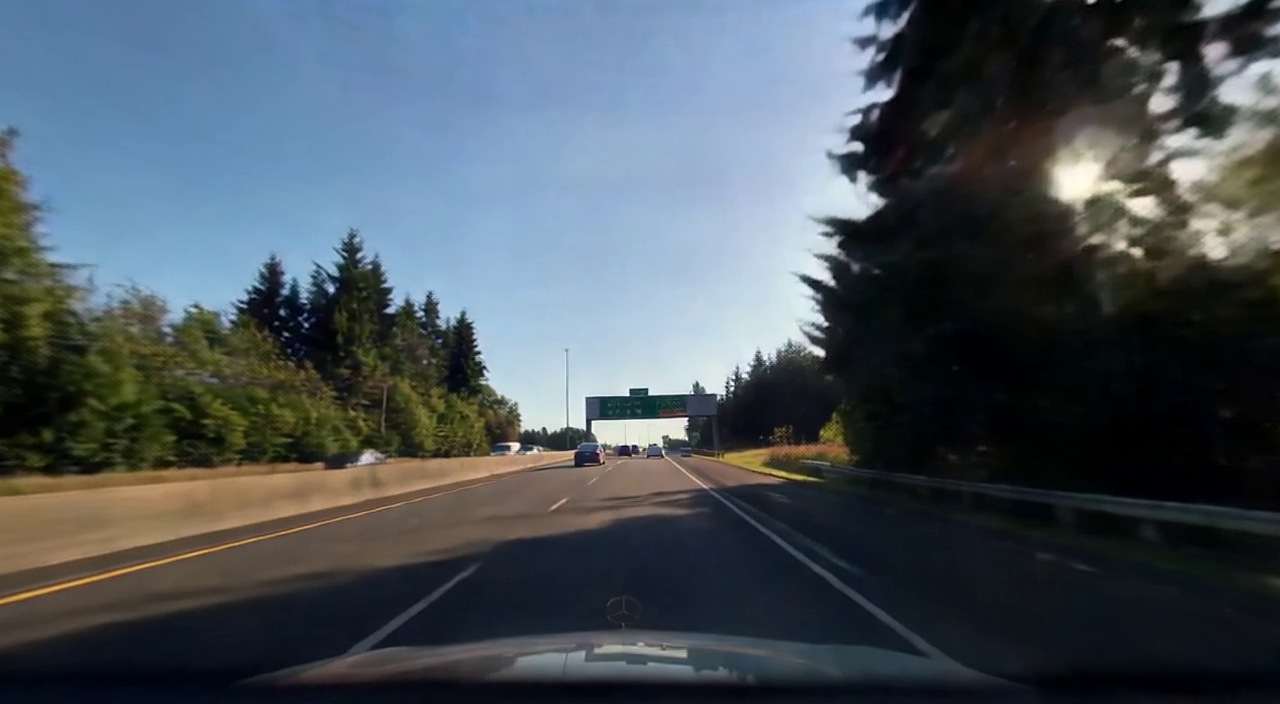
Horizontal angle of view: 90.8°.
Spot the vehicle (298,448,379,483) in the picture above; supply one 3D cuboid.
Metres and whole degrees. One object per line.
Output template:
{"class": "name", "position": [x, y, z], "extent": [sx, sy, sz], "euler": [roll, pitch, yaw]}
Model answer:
{"class": "vehicle", "position": [-16.301, 6.134, 34.396], "extent": [1.998, 1.712, 4.578], "euler": [-1, -9, 2]}

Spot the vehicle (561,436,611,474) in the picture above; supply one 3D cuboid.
{"class": "vehicle", "position": [-2.758, 5.395, 33.286], "extent": [2.143, 1.853, 4.123], "euler": [0, -8, 2]}
